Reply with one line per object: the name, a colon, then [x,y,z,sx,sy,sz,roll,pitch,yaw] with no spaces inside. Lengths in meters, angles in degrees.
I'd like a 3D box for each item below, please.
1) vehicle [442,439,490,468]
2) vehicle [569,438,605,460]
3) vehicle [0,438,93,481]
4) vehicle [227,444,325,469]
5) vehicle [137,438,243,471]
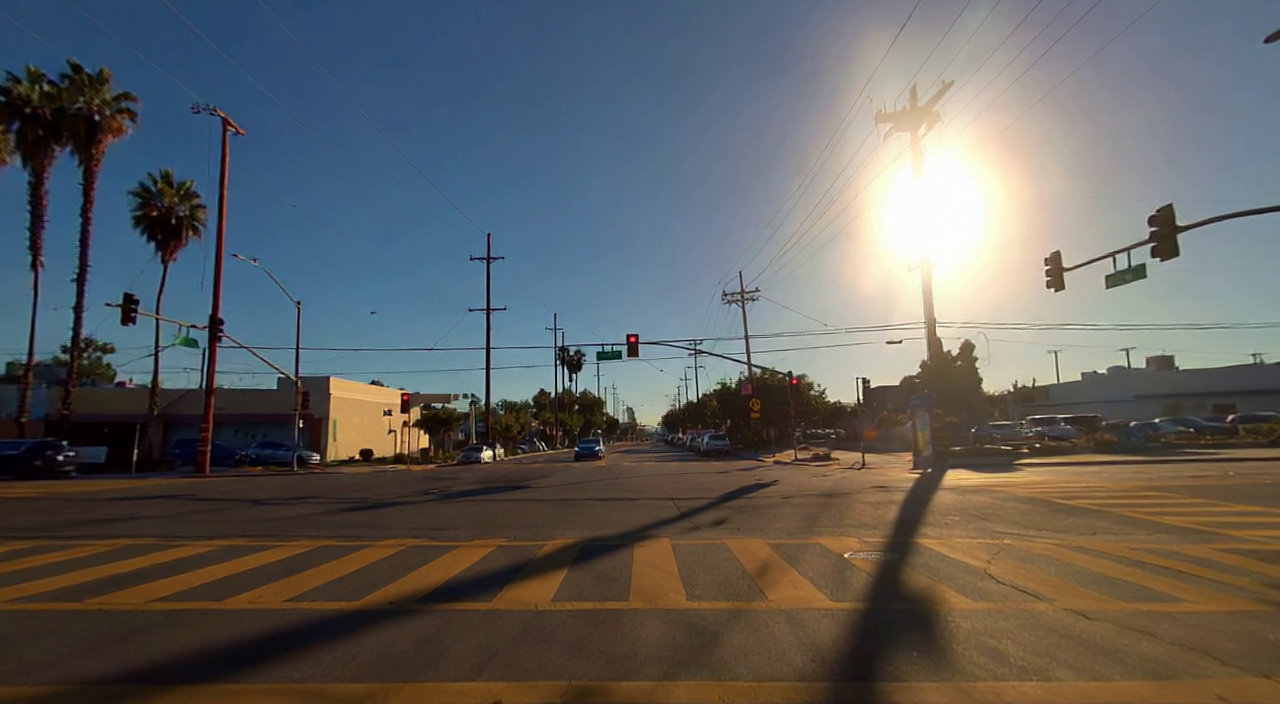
vehicle: [-11.979,6.989,43.726,2.016,1.717,4.287,-2,-7,1]
vehicle: [-3.709,6.961,45.293,2.223,1.490,5.094,0,-8,-1]
vehicle: [-28.279,4.850,28.641,4.837,1.819,2.041,1,-9,-4]
vehicle: [-22.315,6.414,38.836,4.849,1.444,1.881,0,-8,1]
vehicle: [-25.903,5.911,36.465,4.613,1.820,2.021,-1,-9,3]
